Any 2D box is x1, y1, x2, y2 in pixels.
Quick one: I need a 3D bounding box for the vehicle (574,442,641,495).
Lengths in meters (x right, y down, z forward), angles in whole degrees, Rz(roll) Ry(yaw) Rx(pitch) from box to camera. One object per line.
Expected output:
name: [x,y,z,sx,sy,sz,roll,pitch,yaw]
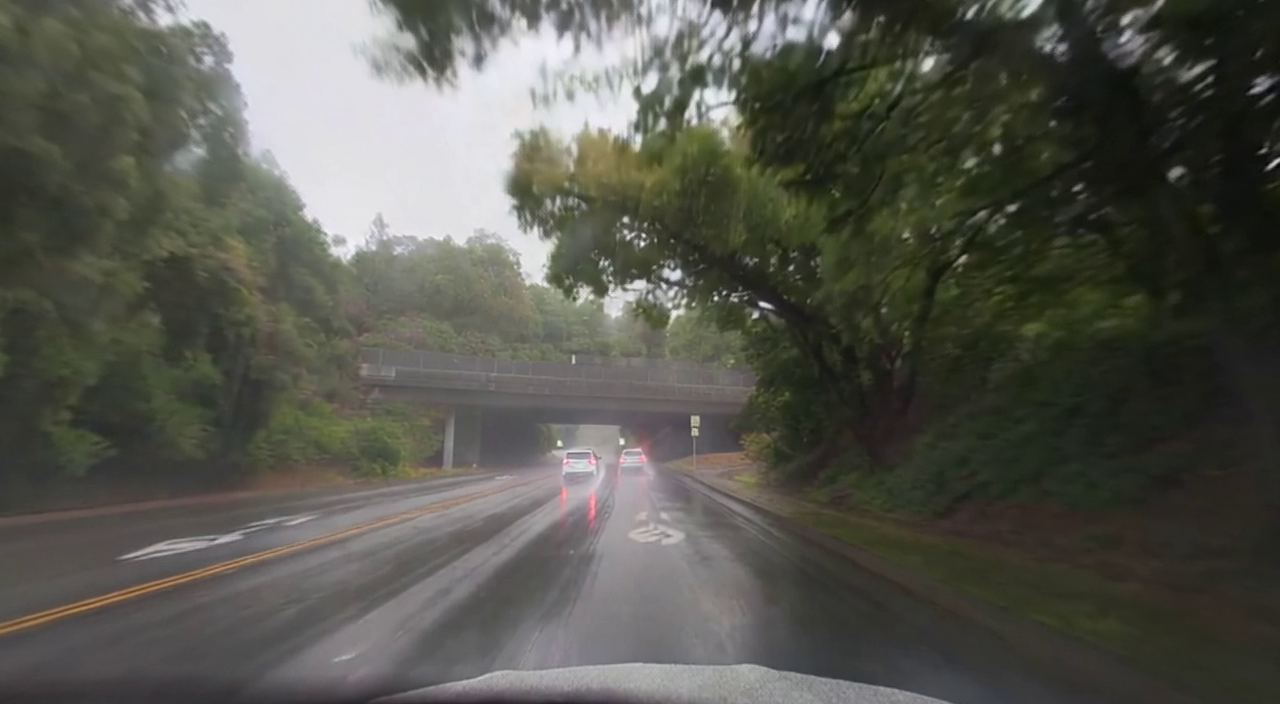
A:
vehicle: [-1.092,3.844,21.062,2.037,1.601,3.643,0,-9,-3]
